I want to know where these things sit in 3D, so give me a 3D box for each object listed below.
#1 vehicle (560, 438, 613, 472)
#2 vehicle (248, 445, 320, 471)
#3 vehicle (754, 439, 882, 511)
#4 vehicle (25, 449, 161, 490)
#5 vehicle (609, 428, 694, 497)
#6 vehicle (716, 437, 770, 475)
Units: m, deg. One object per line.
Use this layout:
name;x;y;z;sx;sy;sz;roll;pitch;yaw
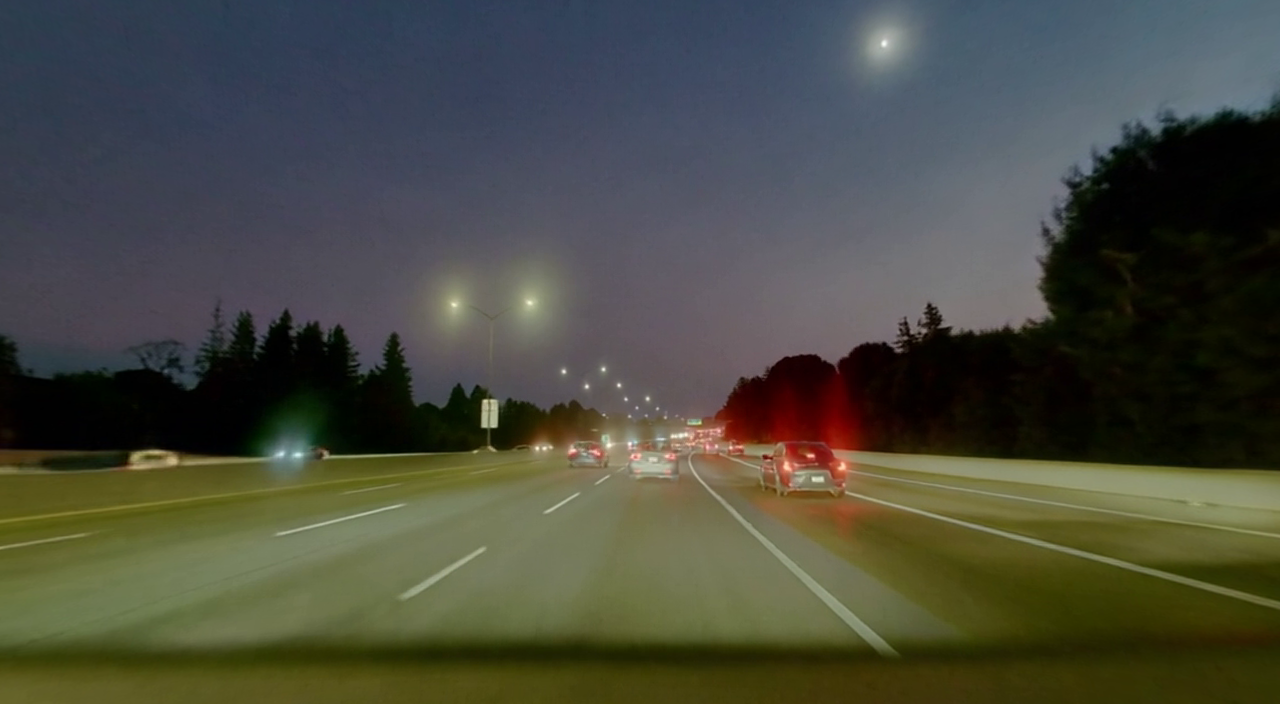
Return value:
vehicle;-2.751;5.506;33.785;2.128;1.627;4.697;0;-9;4
vehicle;-26.630;7.920;47.353;2.189;1.783;5.020;0;-9;4
vehicle;4.249;2.993;15.842;1.999;1.514;4.338;0;-9;1
vehicle;-24.332;5.199;28.270;1.918;1.639;4.454;0;-9;3
vehicle;0.351;3.143;18.176;2.181;1.728;3.970;0;-9;2
vehicle;4.996;5.137;31.168;2.063;1.710;4.591;0;-9;3
